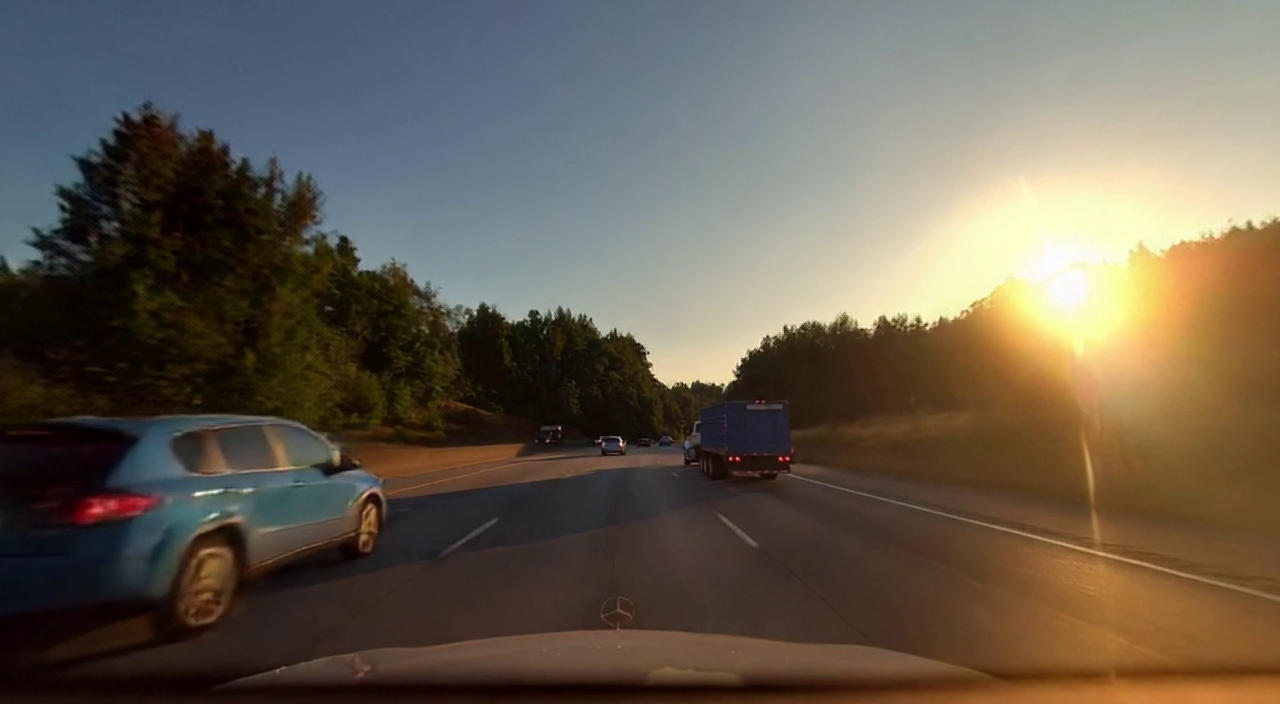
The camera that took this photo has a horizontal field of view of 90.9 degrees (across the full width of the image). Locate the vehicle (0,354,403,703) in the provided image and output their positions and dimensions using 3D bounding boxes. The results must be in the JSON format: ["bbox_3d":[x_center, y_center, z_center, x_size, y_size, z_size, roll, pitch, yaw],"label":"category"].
[{"bbox_3d":[-3.279,1.057,4.026,2.008,1.588,4.147,0,-8,-2],"label":"vehicle"}]

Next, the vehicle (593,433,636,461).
[{"bbox_3d":[-1.388,5.427,36.274,2.195,1.529,4.572,0,-8,2],"label":"vehicle"}]

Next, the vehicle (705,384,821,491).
[{"bbox_3d":[3.160,2.324,17.203,2.256,2.568,4.049,0,-8,-1],"label":"vehicle"}]
